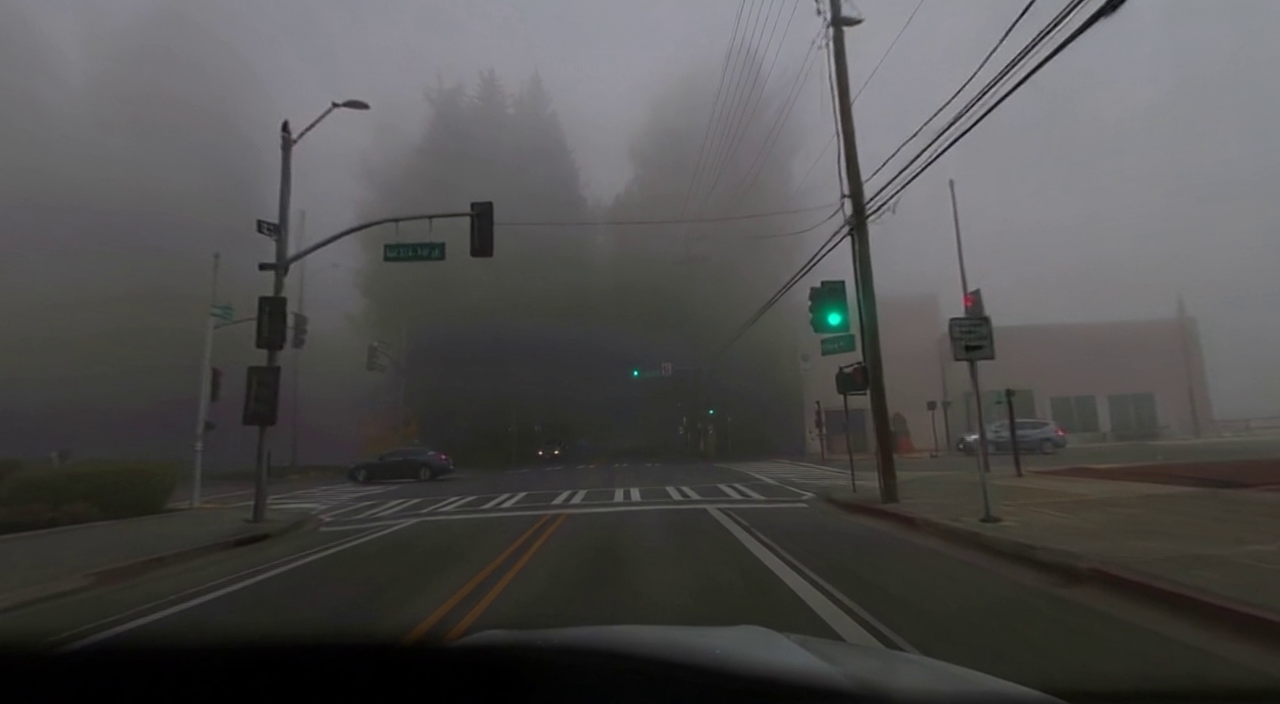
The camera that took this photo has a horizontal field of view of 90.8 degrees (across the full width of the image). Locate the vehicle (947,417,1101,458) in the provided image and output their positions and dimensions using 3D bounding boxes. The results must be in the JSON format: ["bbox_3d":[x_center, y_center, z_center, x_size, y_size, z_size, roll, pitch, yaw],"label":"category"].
[{"bbox_3d":[14.573,3.270,24.185,4.632,1.484,1.907,0,-9,-1],"label":"vehicle"}]

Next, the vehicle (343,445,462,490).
[{"bbox_3d":[-9.546,4.560,25.305,4.624,1.478,2.118,-6,-6,33],"label":"vehicle"}]
